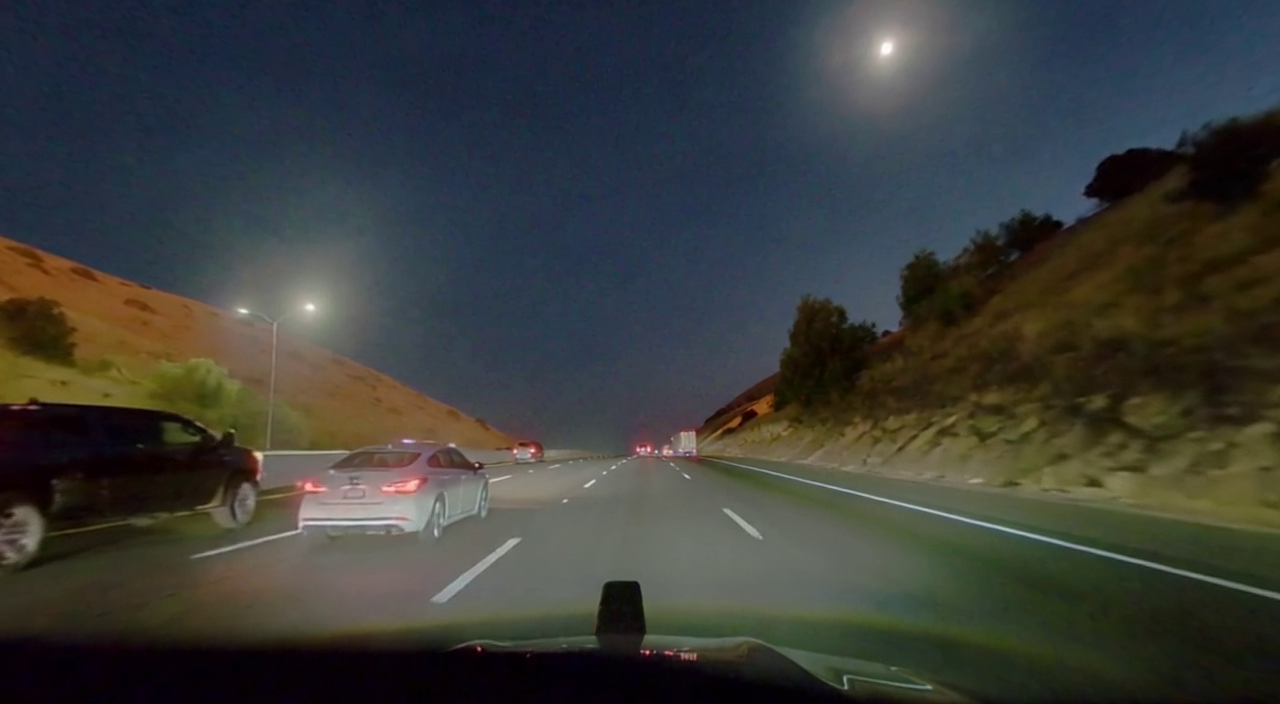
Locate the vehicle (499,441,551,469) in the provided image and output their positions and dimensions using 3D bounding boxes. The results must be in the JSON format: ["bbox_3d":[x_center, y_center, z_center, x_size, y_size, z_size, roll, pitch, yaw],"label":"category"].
[{"bbox_3d":[-6.667,6.028,37.089,2.047,1.532,4.980,0,-8,1],"label":"vehicle"}]

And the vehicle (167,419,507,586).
[{"bbox_3d":[-3.334,1.744,8.242,2.091,1.552,4.516,0,-8,2],"label":"vehicle"}]

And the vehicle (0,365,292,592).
[{"bbox_3d":[-7.128,1.379,7.267,2.589,2.063,6.206,0,-8,1],"label":"vehicle"}]
